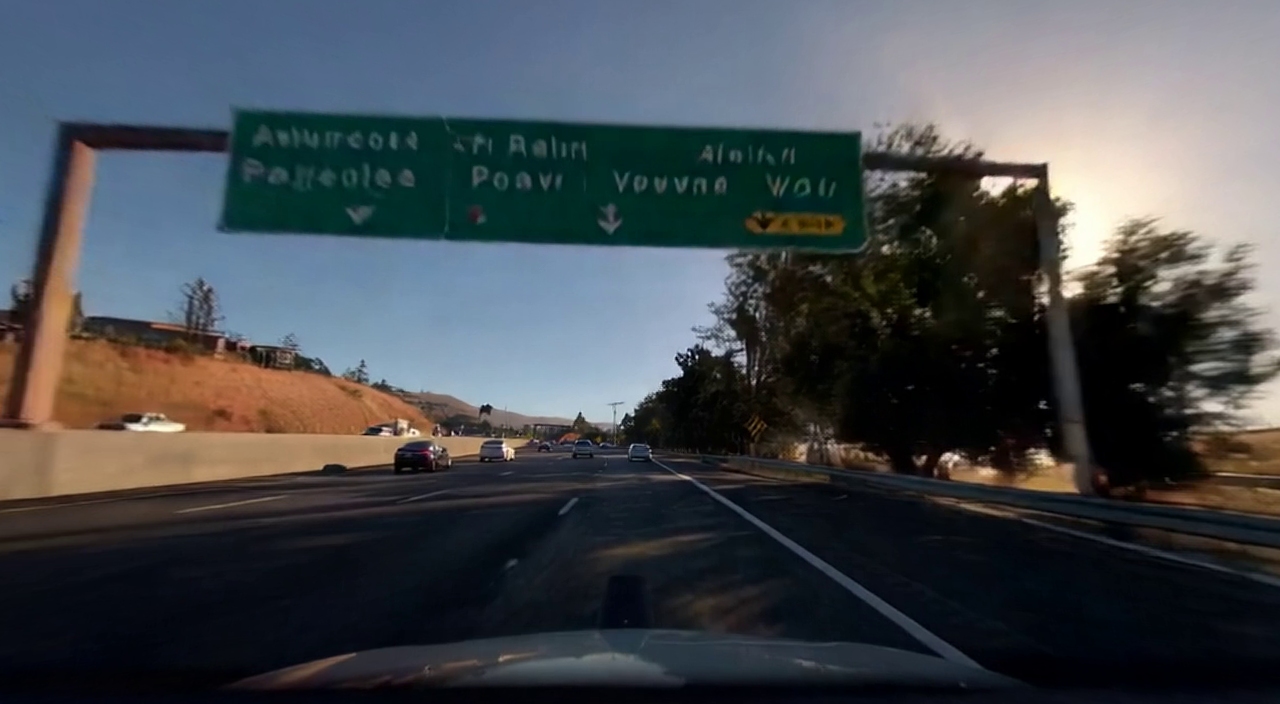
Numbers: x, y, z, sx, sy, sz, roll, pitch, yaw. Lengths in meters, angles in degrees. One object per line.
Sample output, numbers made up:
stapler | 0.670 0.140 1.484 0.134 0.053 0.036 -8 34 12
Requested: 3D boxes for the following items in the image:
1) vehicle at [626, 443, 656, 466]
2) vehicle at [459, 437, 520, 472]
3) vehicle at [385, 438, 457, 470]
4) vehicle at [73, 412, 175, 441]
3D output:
vehicle | 0.065 6.741 41.695 1.881 1.460 3.694 0 -8 -1
vehicle | -7.463 5.122 31.718 2.086 1.628 4.039 0 -8 0
vehicle | -11.139 5.218 32.468 1.935 1.474 5.033 0 -8 0
vehicle | -29.472 4.356 36.268 1.941 1.532 4.732 0 -8 -1
